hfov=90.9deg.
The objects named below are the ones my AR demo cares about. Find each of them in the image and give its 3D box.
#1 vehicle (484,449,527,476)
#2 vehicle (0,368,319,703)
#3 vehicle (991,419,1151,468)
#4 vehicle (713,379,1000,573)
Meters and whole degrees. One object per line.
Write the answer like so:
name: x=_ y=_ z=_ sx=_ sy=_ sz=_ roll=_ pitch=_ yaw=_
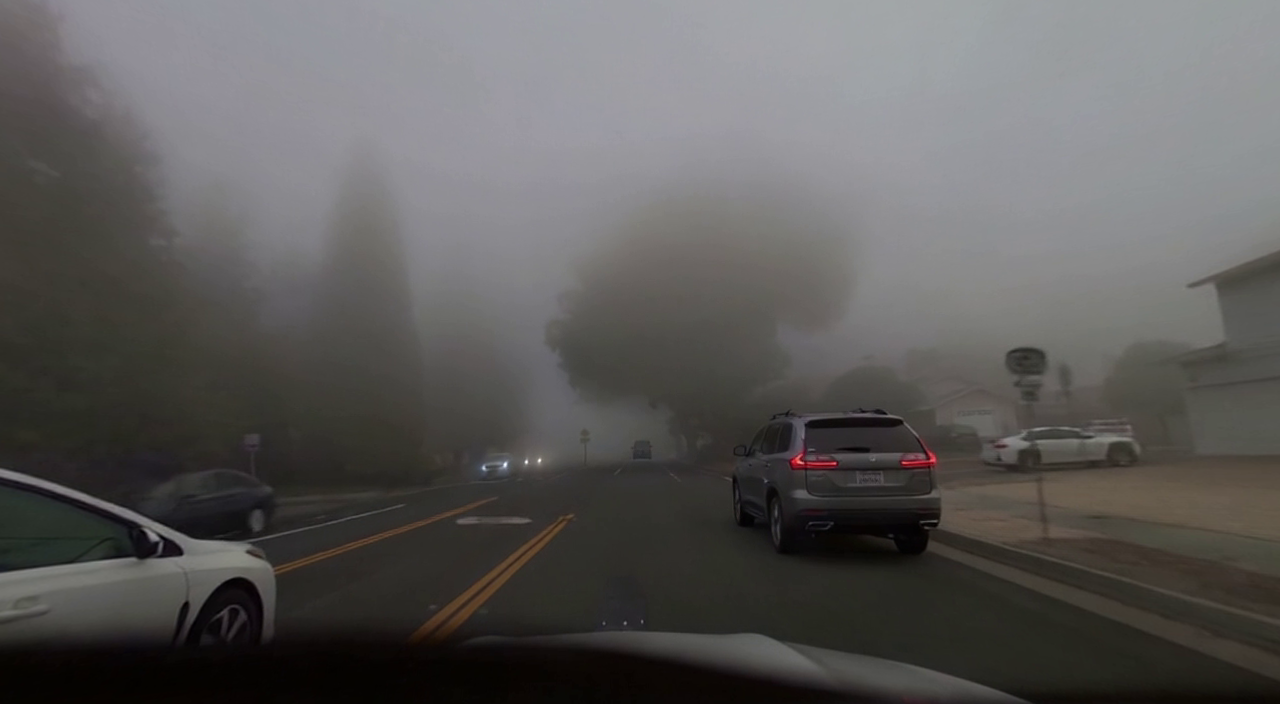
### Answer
vehicle: x=-9.381 y=7.731 z=44.195 sx=2.058 sy=1.718 sz=4.232 roll=-1 pitch=-8 yaw=0
vehicle: x=-3.251 y=0.875 z=2.006 sx=2.058 sy=1.659 sz=4.514 roll=-1 pitch=-8 yaw=0
vehicle: x=15.929 y=3.400 z=23.489 sx=4.392 sy=1.701 sz=1.991 roll=-1 pitch=-8 yaw=2
vehicle: x=2.665 y=1.741 z=9.673 sx=2.338 sy=2.063 sz=5.592 roll=0 pitch=-8 yaw=-1
